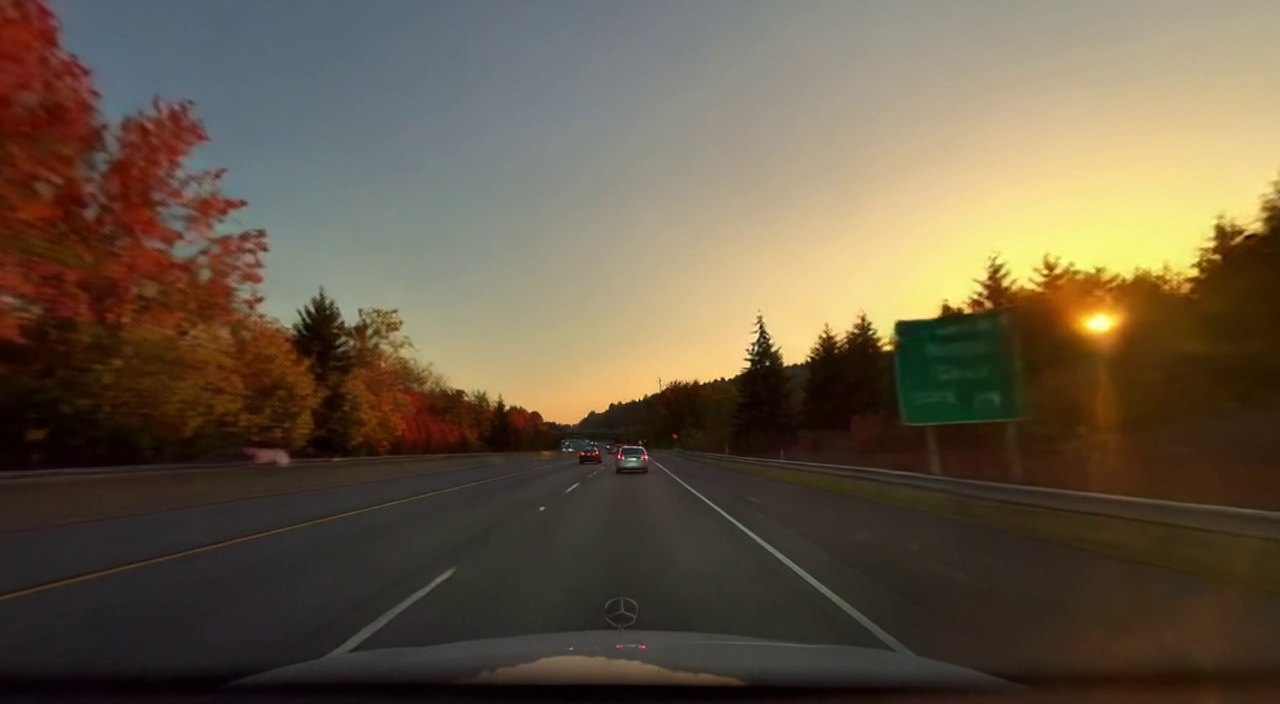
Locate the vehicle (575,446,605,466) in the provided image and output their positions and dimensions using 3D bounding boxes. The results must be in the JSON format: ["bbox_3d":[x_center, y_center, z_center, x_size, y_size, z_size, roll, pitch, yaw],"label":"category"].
[{"bbox_3d":[-3.833,8.020,48.466,1.994,1.470,3.752,-1,-9,0],"label":"vehicle"}]

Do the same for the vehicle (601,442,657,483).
[{"bbox_3d":[-0.430,4.424,25.306,2.066,1.490,3.759,-1,-9,0],"label":"vehicle"}]

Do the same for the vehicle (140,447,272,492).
[{"bbox_3d":[-17.300,4.668,25.315,2.006,1.602,4.622,-1,-9,0],"label":"vehicle"}]
